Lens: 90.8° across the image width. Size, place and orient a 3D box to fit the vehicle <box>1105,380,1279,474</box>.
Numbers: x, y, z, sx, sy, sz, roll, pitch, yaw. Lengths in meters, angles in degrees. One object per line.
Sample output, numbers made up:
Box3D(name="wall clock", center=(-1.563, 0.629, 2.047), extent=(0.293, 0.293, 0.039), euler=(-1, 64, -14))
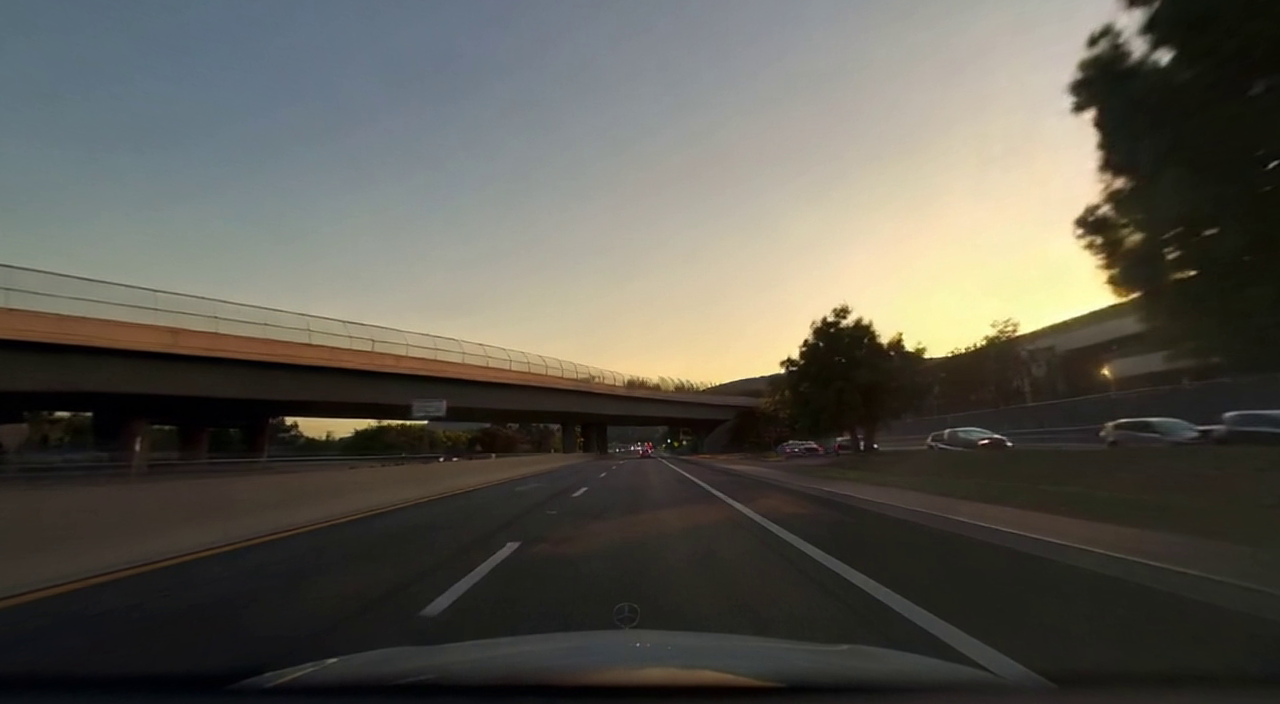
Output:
Box3D(name="vehicle", center=(30.133, 3.886, 32.068), extent=(2.914, 4.132, 13.954), euler=(-3, -8, 3))
